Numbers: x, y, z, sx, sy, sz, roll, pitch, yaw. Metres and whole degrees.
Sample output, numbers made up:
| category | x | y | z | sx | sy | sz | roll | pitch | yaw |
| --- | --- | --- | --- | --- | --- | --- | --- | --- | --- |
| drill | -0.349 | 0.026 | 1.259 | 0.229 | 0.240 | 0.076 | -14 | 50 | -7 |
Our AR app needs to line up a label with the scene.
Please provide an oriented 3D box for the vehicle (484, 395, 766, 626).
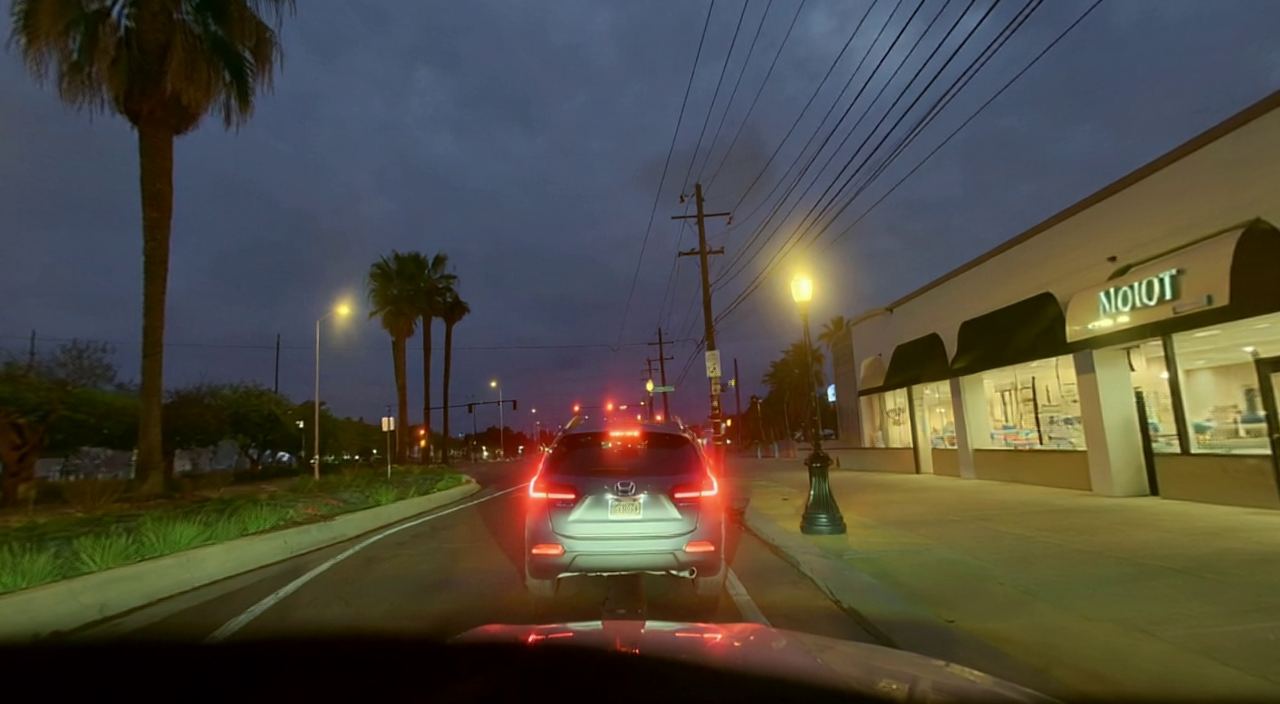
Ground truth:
| category | x | y | z | sx | sy | sz | roll | pitch | yaw |
| --- | --- | --- | --- | --- | --- | --- | --- | --- | --- |
| vehicle | -0.194 | 1.456 | 6.686 | 2.105 | 1.702 | 3.750 | 0 | -8 | -3 |
